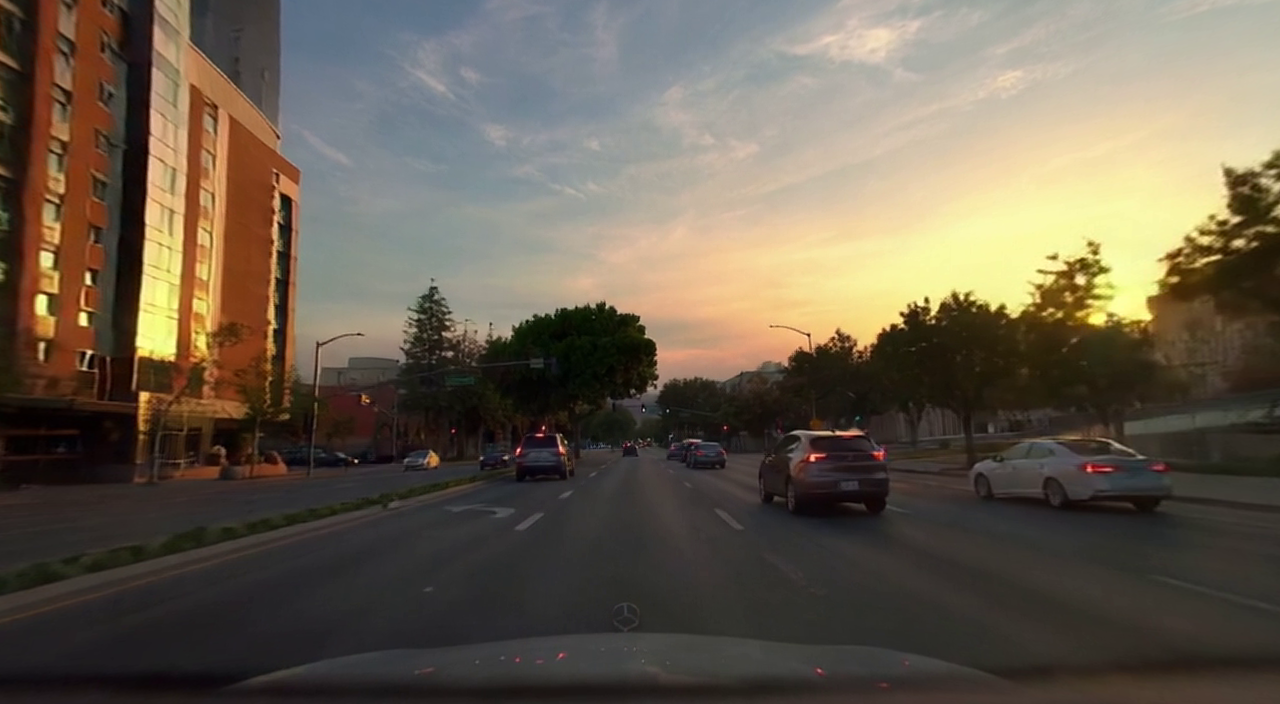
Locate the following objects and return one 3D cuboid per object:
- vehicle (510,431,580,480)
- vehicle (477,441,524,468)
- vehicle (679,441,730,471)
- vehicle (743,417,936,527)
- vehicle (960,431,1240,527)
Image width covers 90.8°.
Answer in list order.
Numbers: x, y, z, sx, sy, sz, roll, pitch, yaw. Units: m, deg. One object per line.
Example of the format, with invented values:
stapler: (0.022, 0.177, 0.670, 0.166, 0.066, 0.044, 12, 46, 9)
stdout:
vehicle: (-3.715, 4.126, 25.363, 2.155, 1.797, 3.989, -1, -8, 0)
vehicle: (-9.055, 6.675, 41.411, 2.036, 1.655, 4.529, 0, -8, 0)
vehicle: (3.339, 5.468, 33.482, 2.054, 1.473, 4.511, 0, -8, -2)
vehicle: (3.594, 2.268, 12.539, 2.152, 1.742, 4.704, 0, -8, -2)
vehicle: (8.528, 2.367, 12.453, 1.944, 1.503, 4.723, 0, -8, 0)
